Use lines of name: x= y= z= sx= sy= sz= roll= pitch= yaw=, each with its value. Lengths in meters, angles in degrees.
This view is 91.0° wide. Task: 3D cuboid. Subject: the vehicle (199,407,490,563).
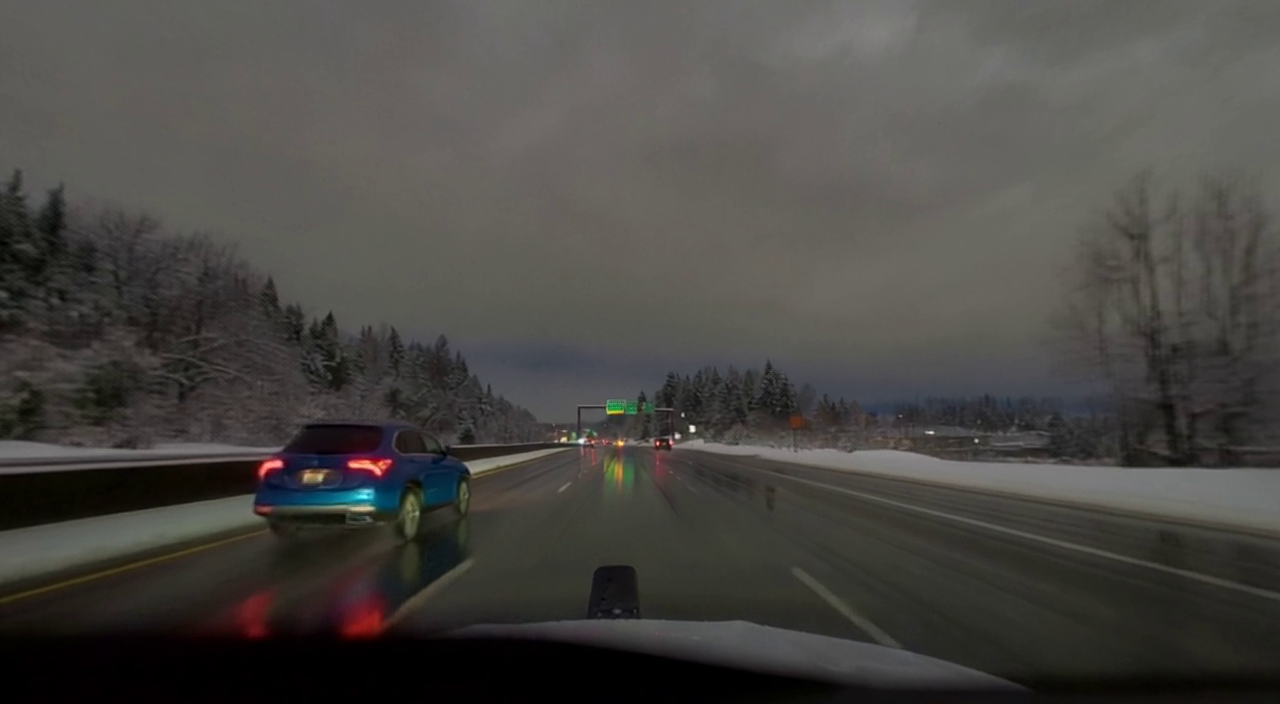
vehicle: x=-3.686 y=1.730 z=8.946 sx=2.074 sy=1.652 sz=4.273 roll=0 pitch=-8 yaw=0
